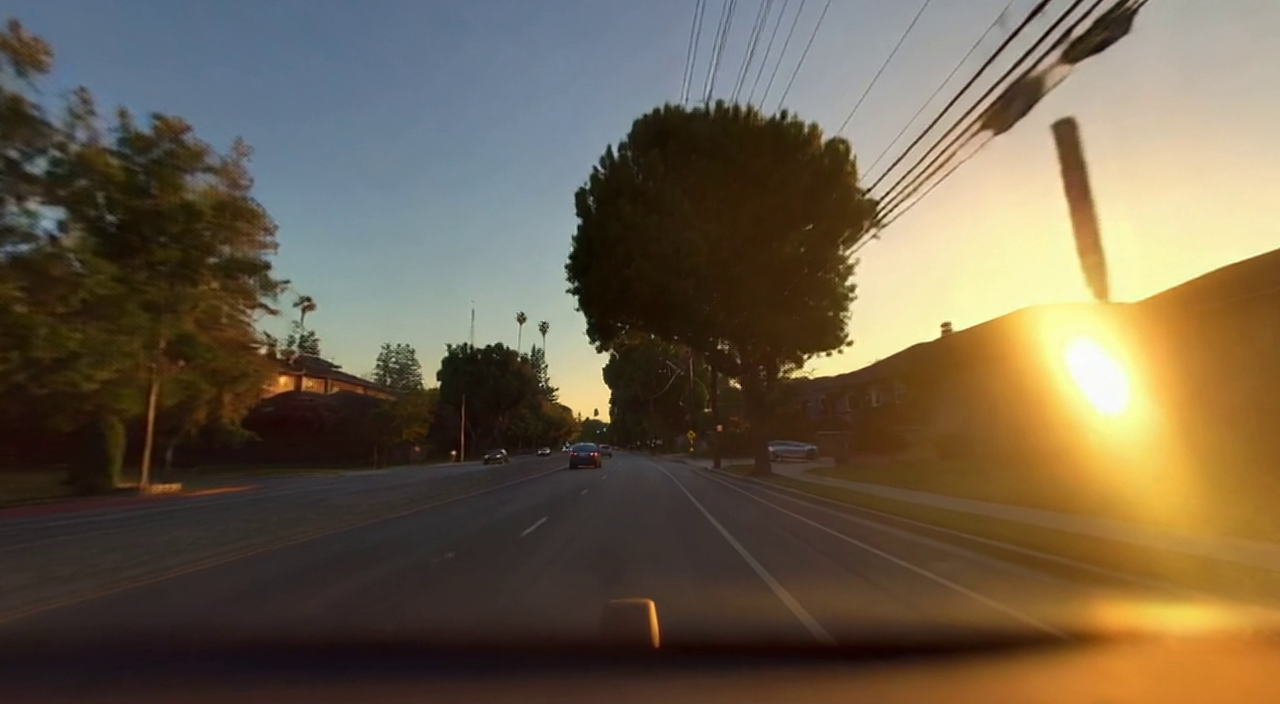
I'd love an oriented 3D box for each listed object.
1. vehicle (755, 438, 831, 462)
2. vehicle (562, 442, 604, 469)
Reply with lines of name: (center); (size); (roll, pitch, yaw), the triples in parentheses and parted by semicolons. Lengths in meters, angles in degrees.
vehicle: (11.221, 7.191, 46.342); (4.904, 1.735, 2.270); (3, -9, -20)
vehicle: (-3.359, 6.203, 37.979); (2.084, 1.466, 4.522); (0, -9, 1)
